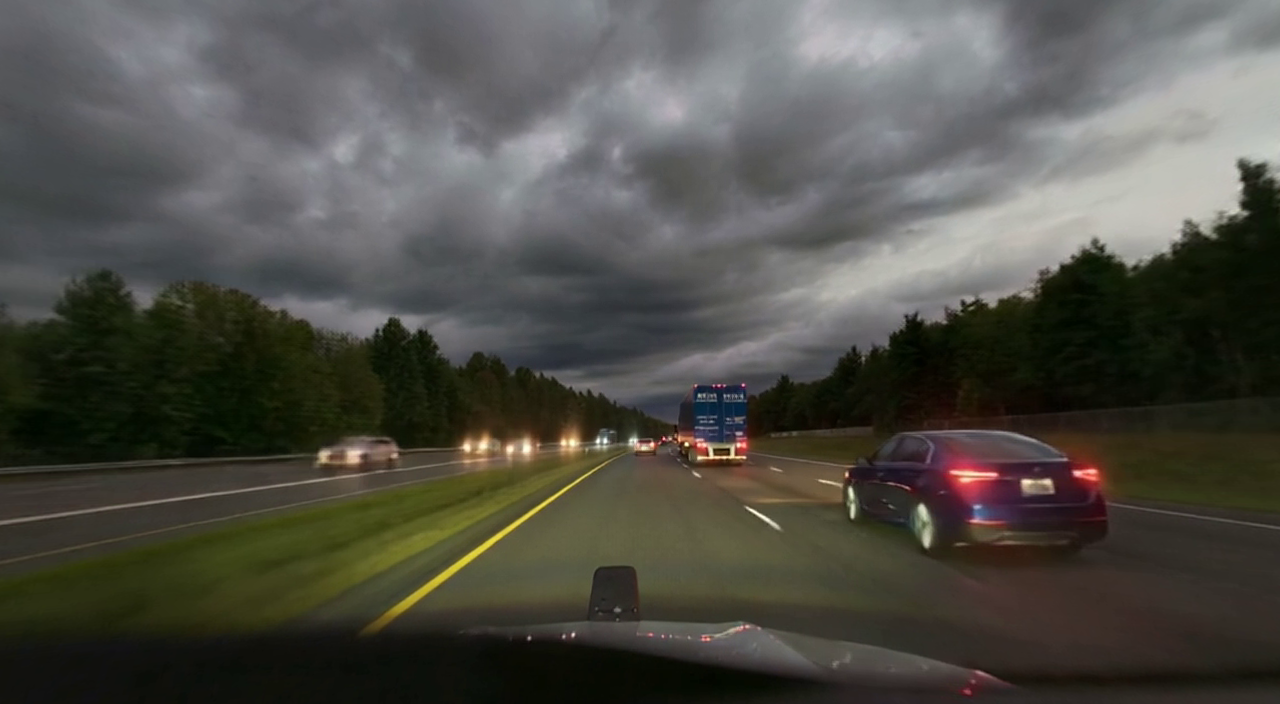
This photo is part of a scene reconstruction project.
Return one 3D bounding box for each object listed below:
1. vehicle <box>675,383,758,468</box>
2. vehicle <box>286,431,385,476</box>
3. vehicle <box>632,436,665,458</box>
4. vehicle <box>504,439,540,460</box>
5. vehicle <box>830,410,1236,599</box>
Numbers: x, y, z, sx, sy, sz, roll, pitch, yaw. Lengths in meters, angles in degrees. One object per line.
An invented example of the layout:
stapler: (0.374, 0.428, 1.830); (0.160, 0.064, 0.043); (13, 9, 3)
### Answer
vehicle: (4.087, 4.463, 37.278); (3.171, 4.072, 13.784); (0, -8, 0)
vehicle: (-14.227, 4.722, 29.842); (2.073, 1.912, 5.067); (0, -8, 2)
vehicle: (0.644, 6.680, 44.517); (2.209, 1.499, 4.144); (0, -8, 1)
vehicle: (-9.160, 7.613, 49.209); (1.892, 1.508, 4.225); (0, -8, 2)
vehicle: (3.979, 1.568, 7.493); (2.028, 1.573, 4.207); (0, -8, -2)
